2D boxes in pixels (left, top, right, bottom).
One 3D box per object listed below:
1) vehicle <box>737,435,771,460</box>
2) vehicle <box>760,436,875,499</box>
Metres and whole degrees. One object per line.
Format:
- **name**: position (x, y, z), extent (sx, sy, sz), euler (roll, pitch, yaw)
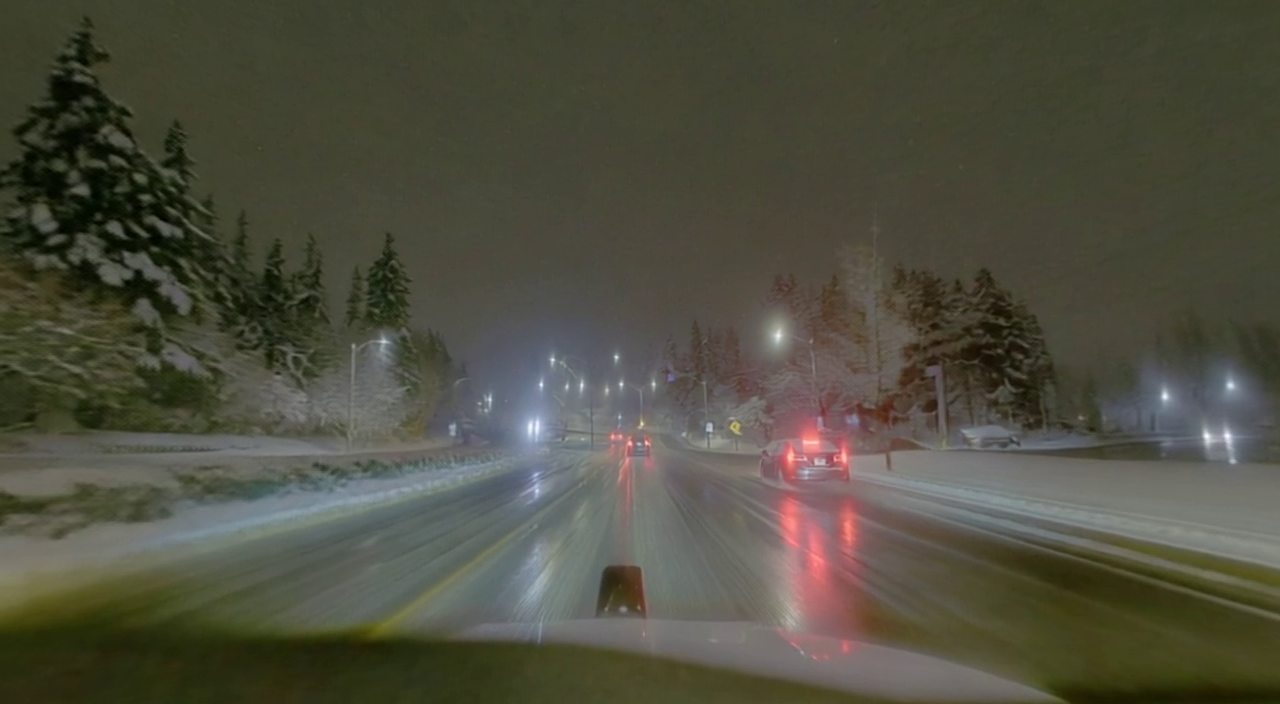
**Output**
- **vehicle**: position (7.996, 6.724, 44.339), extent (2.063, 1.625, 5.102), euler (-1, -8, 7)
- **vehicle**: position (4.755, 3.154, 17.532), extent (1.913, 1.516, 4.322), euler (0, -8, 0)
